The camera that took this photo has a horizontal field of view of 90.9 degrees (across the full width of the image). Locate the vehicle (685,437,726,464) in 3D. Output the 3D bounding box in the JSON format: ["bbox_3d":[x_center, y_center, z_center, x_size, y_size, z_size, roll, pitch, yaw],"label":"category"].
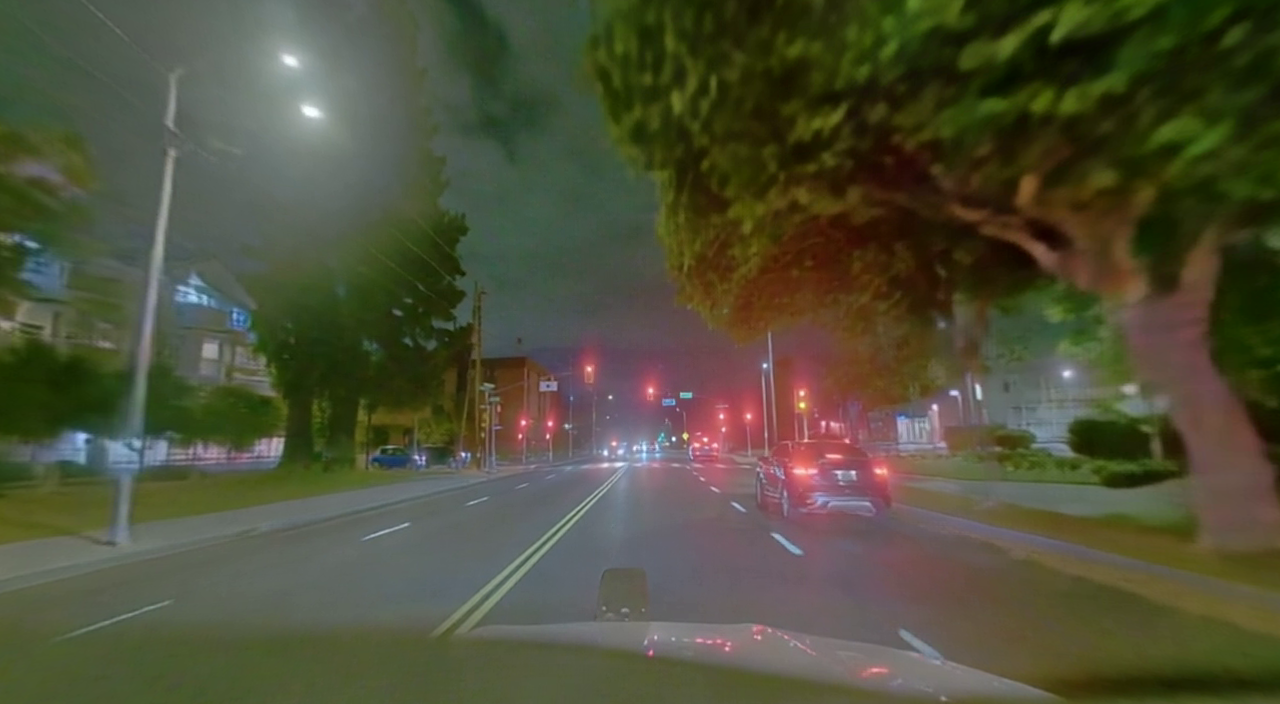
[{"bbox_3d":[3.987,6.120,39.117,2.035,1.564,4.719,0,-9,-1],"label":"vehicle"}]

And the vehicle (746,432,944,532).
[{"bbox_3d":[3.483,2.316,11.921,2.072,1.471,4.834,0,-9,-1],"label":"vehicle"}]

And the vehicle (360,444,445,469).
[{"bbox_3d":[-17.390,7.668,46.277,5.361,1.767,2.179,-1,-9,5],"label":"vehicle"}]
